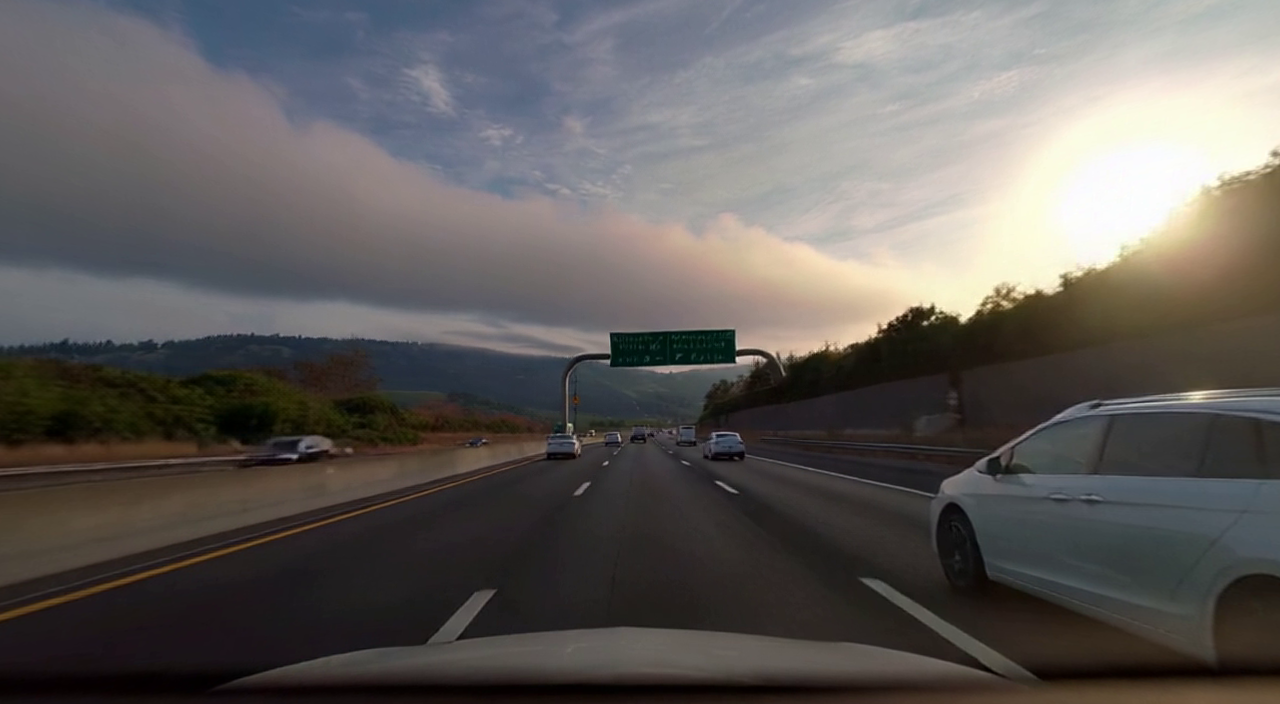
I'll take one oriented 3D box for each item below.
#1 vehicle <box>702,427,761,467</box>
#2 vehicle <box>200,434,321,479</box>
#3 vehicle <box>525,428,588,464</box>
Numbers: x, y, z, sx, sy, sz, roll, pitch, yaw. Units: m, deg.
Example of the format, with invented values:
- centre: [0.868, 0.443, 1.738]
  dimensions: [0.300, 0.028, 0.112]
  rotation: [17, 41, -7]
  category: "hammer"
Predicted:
- centre: [3.630, 3.821, 25.585]
  dimensions: [1.806, 1.469, 3.681]
  rotation: [0, -8, -1]
  category: "vehicle"
- centre: [-14.581, 4.006, 24.550]
  dimensions: [2.015, 1.577, 4.262]
  rotation: [0, -8, 0]
  category: "vehicle"
- centre: [-3.627, 4.173, 28.120]
  dimensions: [2.204, 1.486, 4.121]
  rotation: [0, -8, 0]
  category: "vehicle"
